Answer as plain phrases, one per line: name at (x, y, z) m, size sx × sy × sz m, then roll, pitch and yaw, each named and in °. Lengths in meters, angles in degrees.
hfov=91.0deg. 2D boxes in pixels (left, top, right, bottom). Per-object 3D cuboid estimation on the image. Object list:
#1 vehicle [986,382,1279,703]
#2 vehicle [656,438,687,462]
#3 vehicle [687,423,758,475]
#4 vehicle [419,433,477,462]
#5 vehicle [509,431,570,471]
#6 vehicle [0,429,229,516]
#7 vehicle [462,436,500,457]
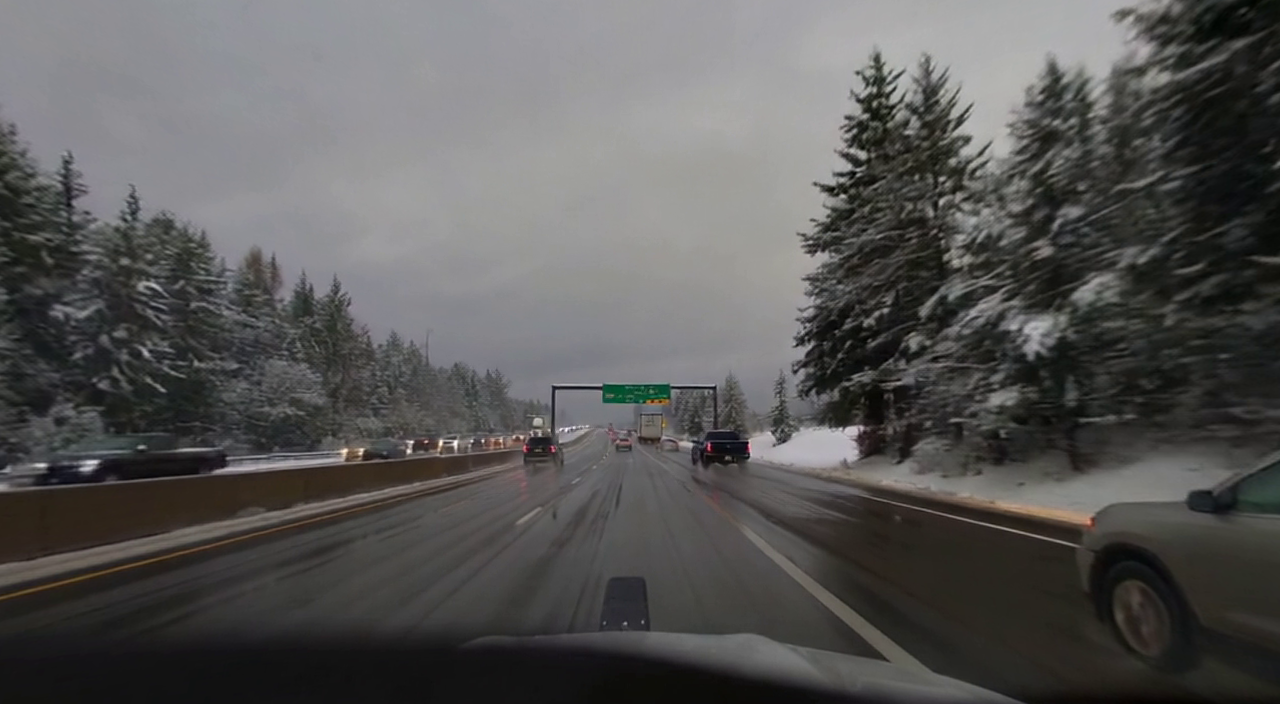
vehicle at (3.655, 0.859, 2.436) m, size 2.127 × 1.497 × 4.445 m, roll 0°, pitch -8°, yaw 1°
vehicle at (1.996, 6.364, 41.106) m, size 1.844 × 1.462 × 3.736 m, roll 0°, pitch -8°, yaw 0°
vehicle at (3.323, 4.065, 26.614) m, size 2.207 × 1.937 × 5.610 m, roll 0°, pitch -8°, yaw 0°
vehicle at (-11.008, 5.523, 36.457) m, size 1.948 × 1.538 × 4.322 m, roll 0°, pitch -8°, yaw 1°
vehicle at (-4.465, 4.465, 28.552) m, size 2.058 × 1.689 × 4.315 m, roll 0°, pitch -8°, yaw 0°
vehicle at (-10.470, 2.301, 12.534) m, size 1.944 × 1.446 × 3.739 m, roll 0°, pitch -8°, yaw 1°
vehicle at (-11.680, 6.985, 46.534) m, size 1.727 × 1.433 × 3.940 m, roll 0°, pitch -8°, yaw 1°
